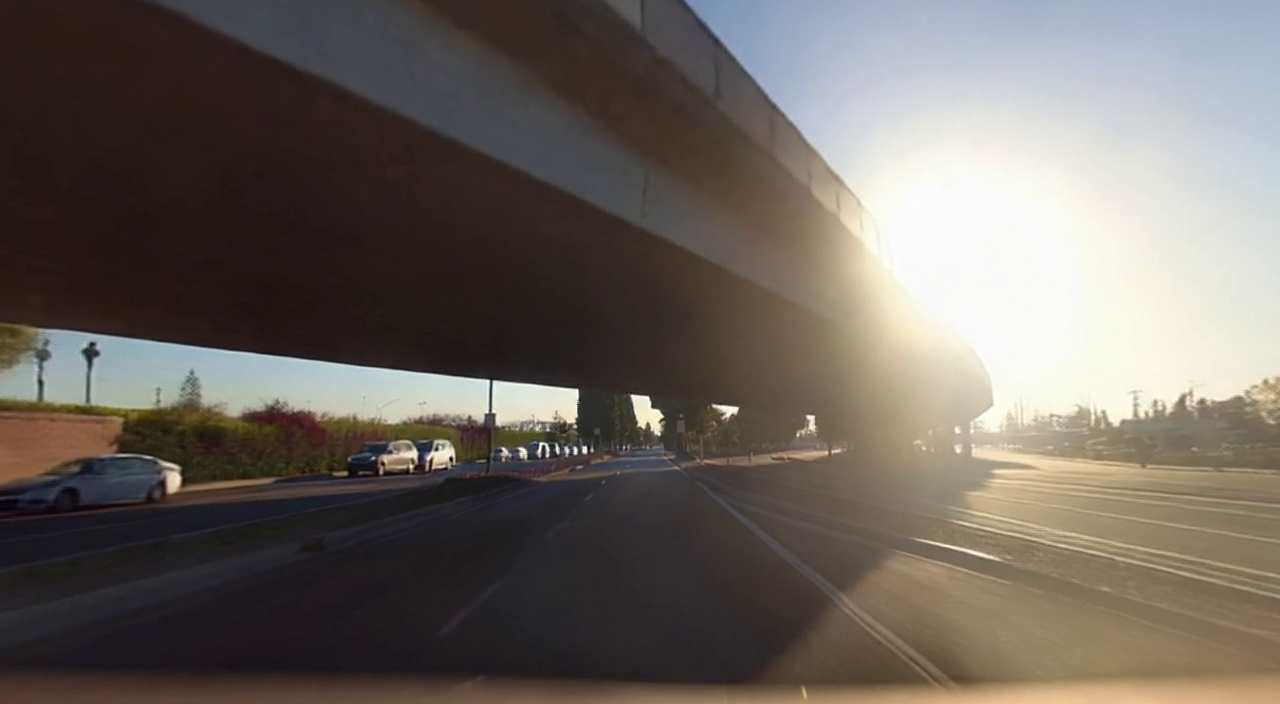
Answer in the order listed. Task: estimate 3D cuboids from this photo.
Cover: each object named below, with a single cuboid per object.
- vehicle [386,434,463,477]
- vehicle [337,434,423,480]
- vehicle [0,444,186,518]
[{"bbox_3d":[-12.961,6.251,38.581,2.307,2.349,6.335,1,-8,1],"label":"vehicle"},{"bbox_3d":[-13.026,5.298,32.117,2.136,2.016,5.354,2,-9,-2],"label":"vehicle"},{"bbox_3d":[-13.644,3.042,15.361,1.847,1.498,4.368,1,-10,2],"label":"vehicle"}]
